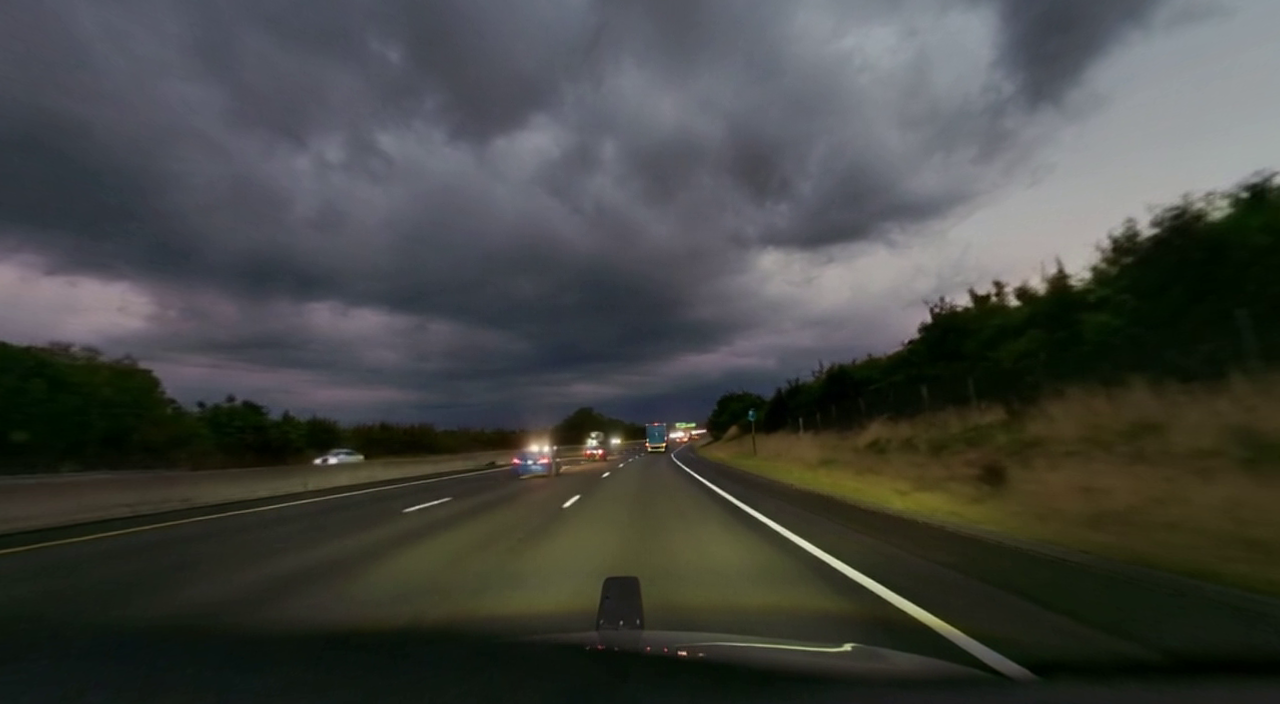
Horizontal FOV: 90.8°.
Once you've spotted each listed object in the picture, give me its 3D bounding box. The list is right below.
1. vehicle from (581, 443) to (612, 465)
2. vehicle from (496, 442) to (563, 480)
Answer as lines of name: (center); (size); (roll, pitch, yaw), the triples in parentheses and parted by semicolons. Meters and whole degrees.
vehicle: (-3.114, 7.399, 45.865); (1.943, 1.460, 3.961); (0, -9, 1)
vehicle: (-4.571, 4.605, 26.850); (2.078, 1.469, 4.371); (0, -9, 0)
